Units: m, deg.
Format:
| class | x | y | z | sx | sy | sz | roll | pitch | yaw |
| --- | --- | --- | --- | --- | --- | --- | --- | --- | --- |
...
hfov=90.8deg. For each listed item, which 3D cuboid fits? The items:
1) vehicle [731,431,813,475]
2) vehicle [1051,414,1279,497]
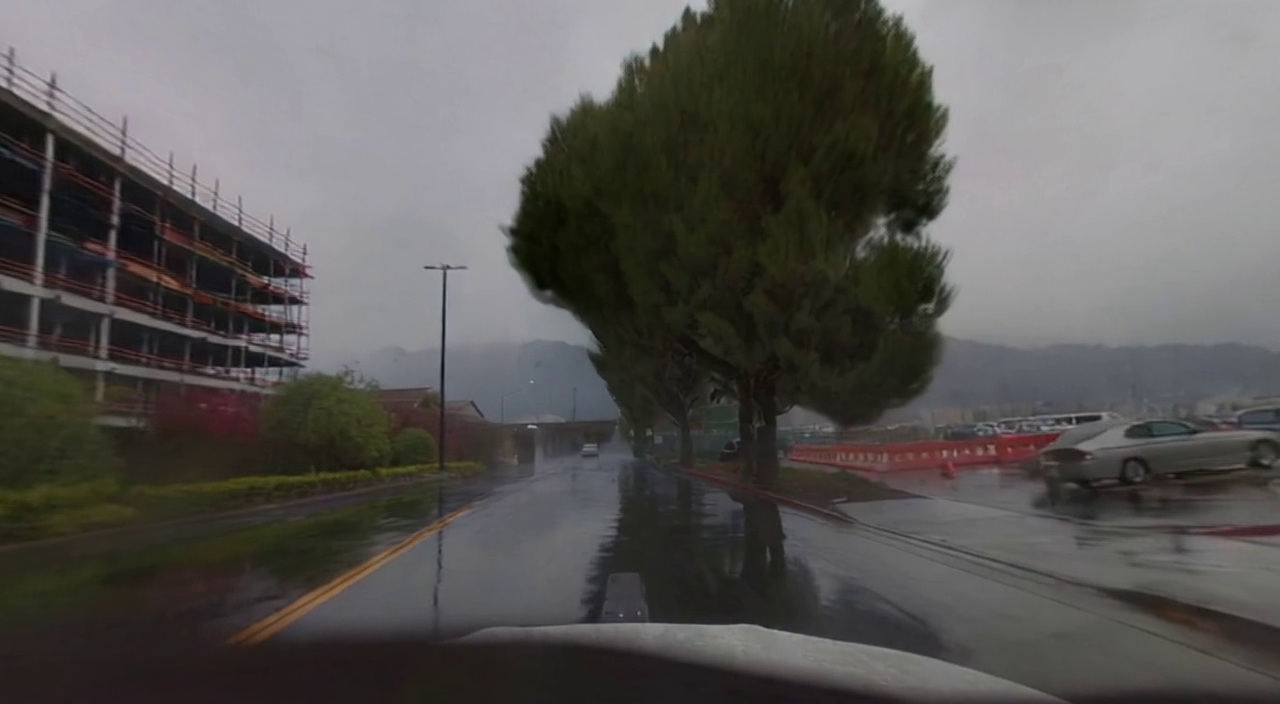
| class | x | y | z | sx | sy | sz | roll | pitch | yaw |
| --- | --- | --- | --- | --- | --- | --- | --- | --- | --- |
| vehicle | 6.242 | 4.863 | 30.694 | 2.267 | 1.911 | 5.816 | 1 | -9 | -5 |
| vehicle | 11.000 | 2.033 | 12.505 | 4.392 | 1.478 | 1.932 | 1 | -9 | -4 |
